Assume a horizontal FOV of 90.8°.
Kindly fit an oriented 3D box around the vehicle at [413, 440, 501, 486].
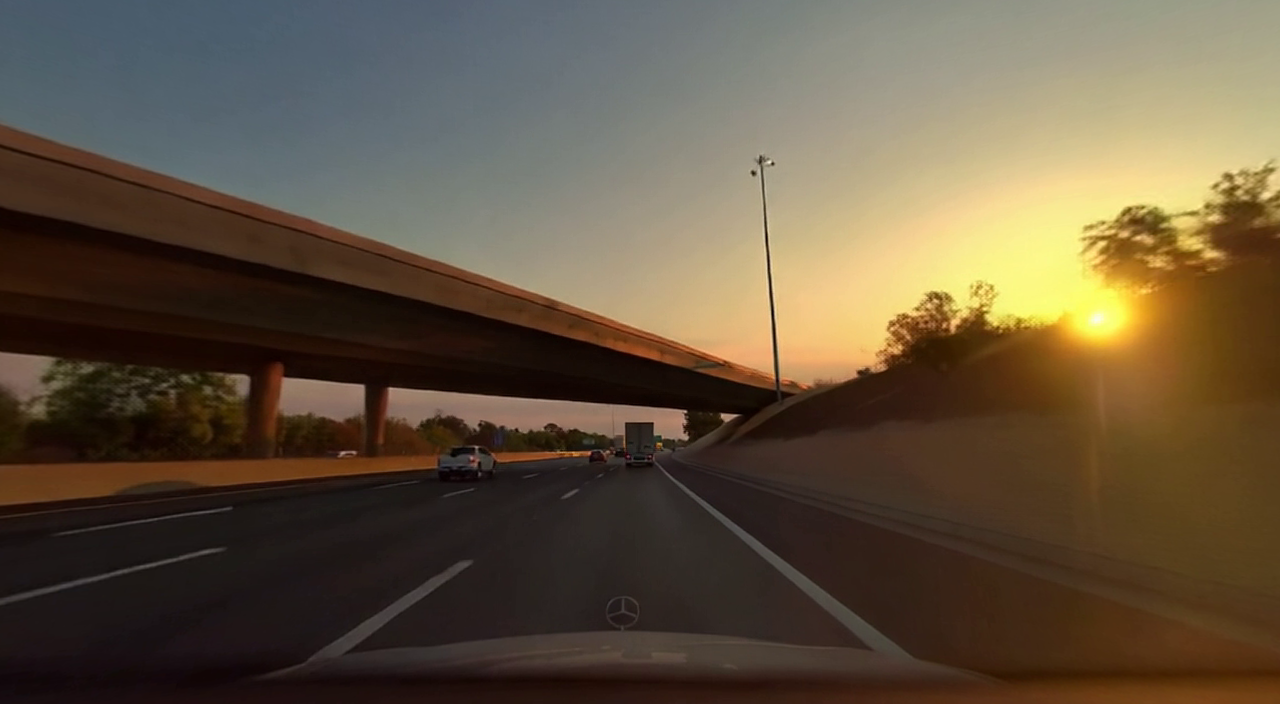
[{"bbox_3d":[-7.312,4.510,25.804,2.067,1.676,4.789,0,-9,1],"label":"vehicle"}]
